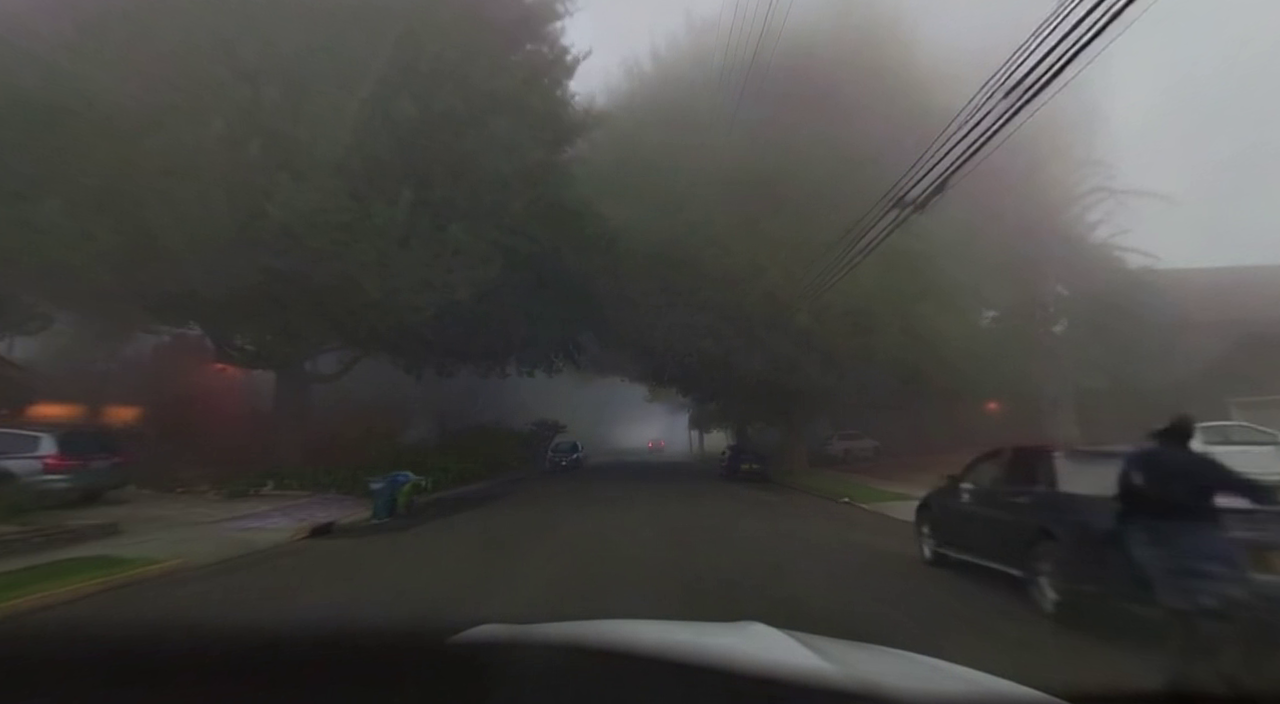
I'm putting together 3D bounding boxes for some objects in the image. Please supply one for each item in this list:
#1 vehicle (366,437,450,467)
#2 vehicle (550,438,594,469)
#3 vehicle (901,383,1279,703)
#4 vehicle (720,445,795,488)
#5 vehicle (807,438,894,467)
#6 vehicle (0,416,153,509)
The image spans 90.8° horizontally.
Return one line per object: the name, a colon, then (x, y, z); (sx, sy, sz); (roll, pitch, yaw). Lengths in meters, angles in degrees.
vehicle: (-13.917, 5.998, 37.837); (4.702, 1.675, 1.984); (-4, -10, 26)
vehicle: (-4.206, 6.361, 40.030); (2.164, 1.810, 5.044); (1, -8, 1)
vehicle: (4.232, 1.377, 5.444); (2.066, 1.753, 4.877); (0, -9, 3)
vehicle: (4.418, 4.367, 24.487); (2.031, 1.471, 4.328); (0, -9, 0)
vehicle: (12.696, 6.083, 38.288); (4.583, 1.709, 1.977); (-1, -9, 5)
vehicle: (-12.277, 1.973, 11.669); (4.792, 1.521, 2.077); (1, -9, 0)
